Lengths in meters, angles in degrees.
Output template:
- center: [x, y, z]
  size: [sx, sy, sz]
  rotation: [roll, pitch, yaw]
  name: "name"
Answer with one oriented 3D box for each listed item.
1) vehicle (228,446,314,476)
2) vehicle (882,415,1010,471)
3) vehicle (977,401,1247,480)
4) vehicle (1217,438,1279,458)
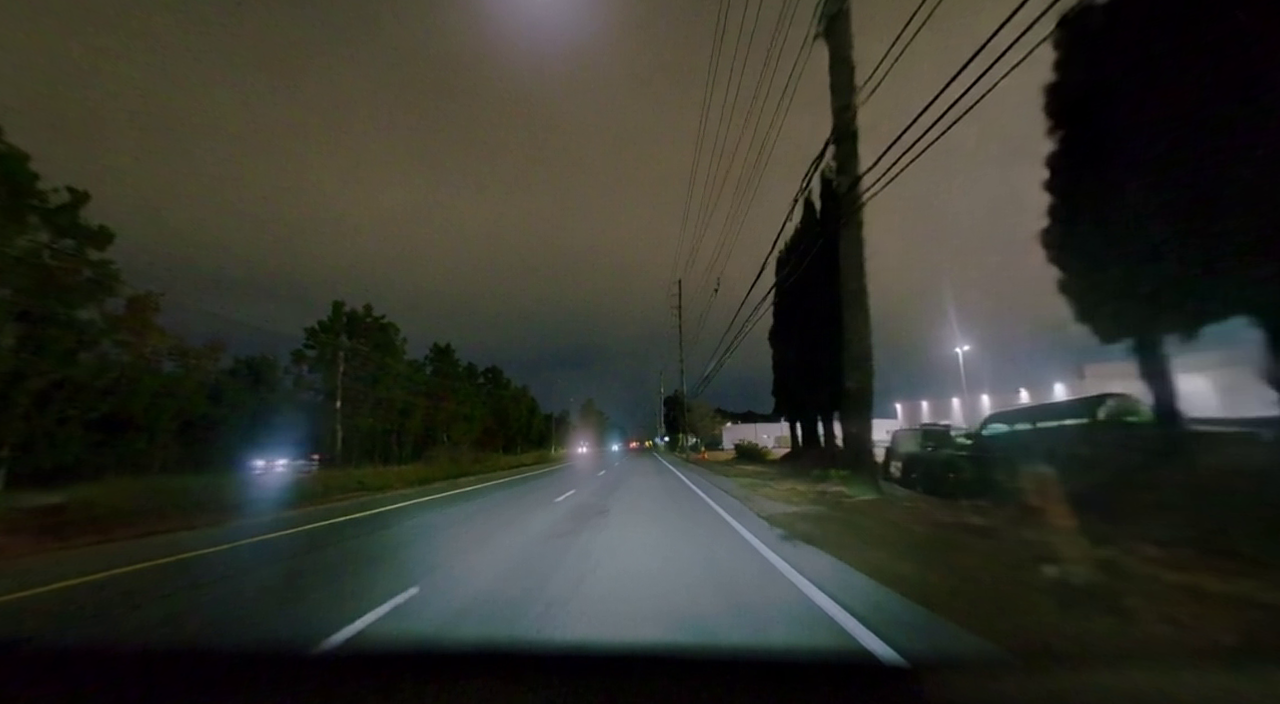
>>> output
- center: [-24.951, 7.364, 42.908]
  size: [2.240, 1.879, 5.771]
  rotation: [0, -9, 1]
  name: "vehicle"
- center: [15.572, 4.736, 32.781]
  size: [2.923, 2.494, 7.148]
  rotation: [-1, -8, -1]
  name: "vehicle"
- center: [15.746, 3.170, 22.211]
  size: [3.199, 2.263, 8.199]
  rotation: [0, -9, 0]
  name: "vehicle"
- center: [47.636, 7.427, 48.773]
  size: [1.829, 1.494, 4.579]
  rotation: [0, -9, 6]
  name: "vehicle"
